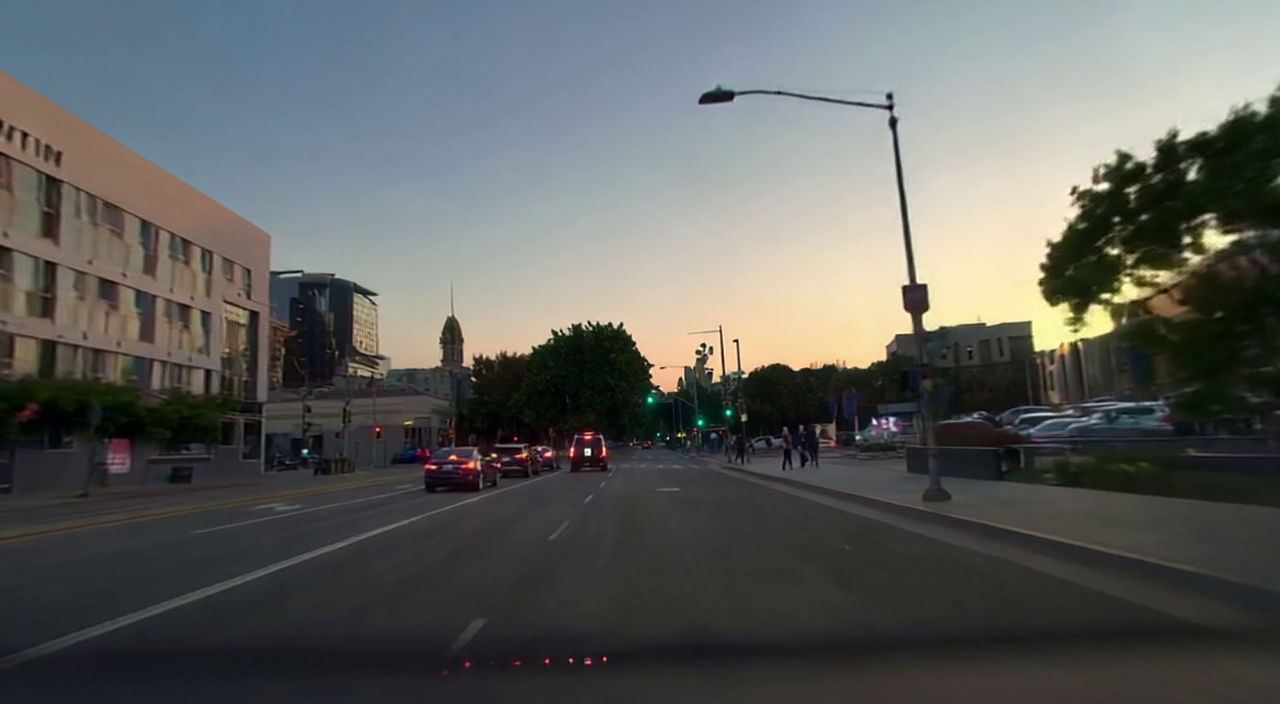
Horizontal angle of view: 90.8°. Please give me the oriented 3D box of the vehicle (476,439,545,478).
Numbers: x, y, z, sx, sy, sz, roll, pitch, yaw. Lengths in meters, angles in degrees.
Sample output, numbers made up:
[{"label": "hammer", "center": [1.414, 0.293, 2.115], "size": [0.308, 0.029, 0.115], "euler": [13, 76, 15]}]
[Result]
[{"label": "vehicle", "center": [-5.936, 4.932, 29.577], "size": [2.228, 1.652, 4.593], "euler": [0, -8, 0]}]

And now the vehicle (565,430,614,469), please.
[{"label": "vehicle", "center": [-2.948, 5.841, 38.060], "size": [2.496, 2.155, 5.468], "euler": [0, -8, 0]}]

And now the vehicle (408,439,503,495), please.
[{"label": "vehicle", "center": [-5.693, 3.570, 19.977], "size": [1.889, 1.572, 3.599], "euler": [0, -8, 0]}]

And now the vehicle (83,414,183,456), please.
[{"label": "vehicle", "center": [-25.720, 4.248, 32.116], "size": [3.572, 2.012, 1.872], "euler": [-2, -8, 7]}]
